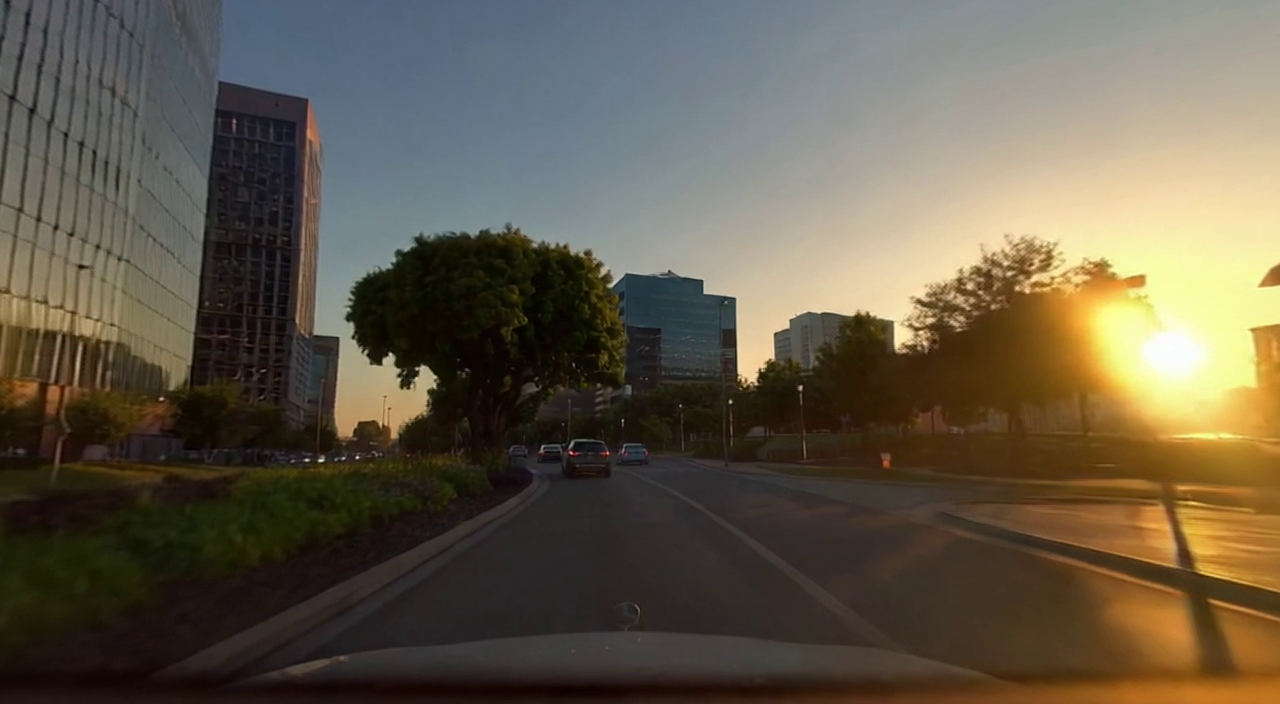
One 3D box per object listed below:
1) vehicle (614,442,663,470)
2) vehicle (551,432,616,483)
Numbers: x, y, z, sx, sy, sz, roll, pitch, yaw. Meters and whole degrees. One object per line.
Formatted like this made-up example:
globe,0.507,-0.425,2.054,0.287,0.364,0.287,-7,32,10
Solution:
vehicle,-0.168,6.003,36.598,2.116,1.506,4.355,2,-9,-10
vehicle,-2.284,4.045,24.399,2.173,1.761,4.374,1,-9,-9
